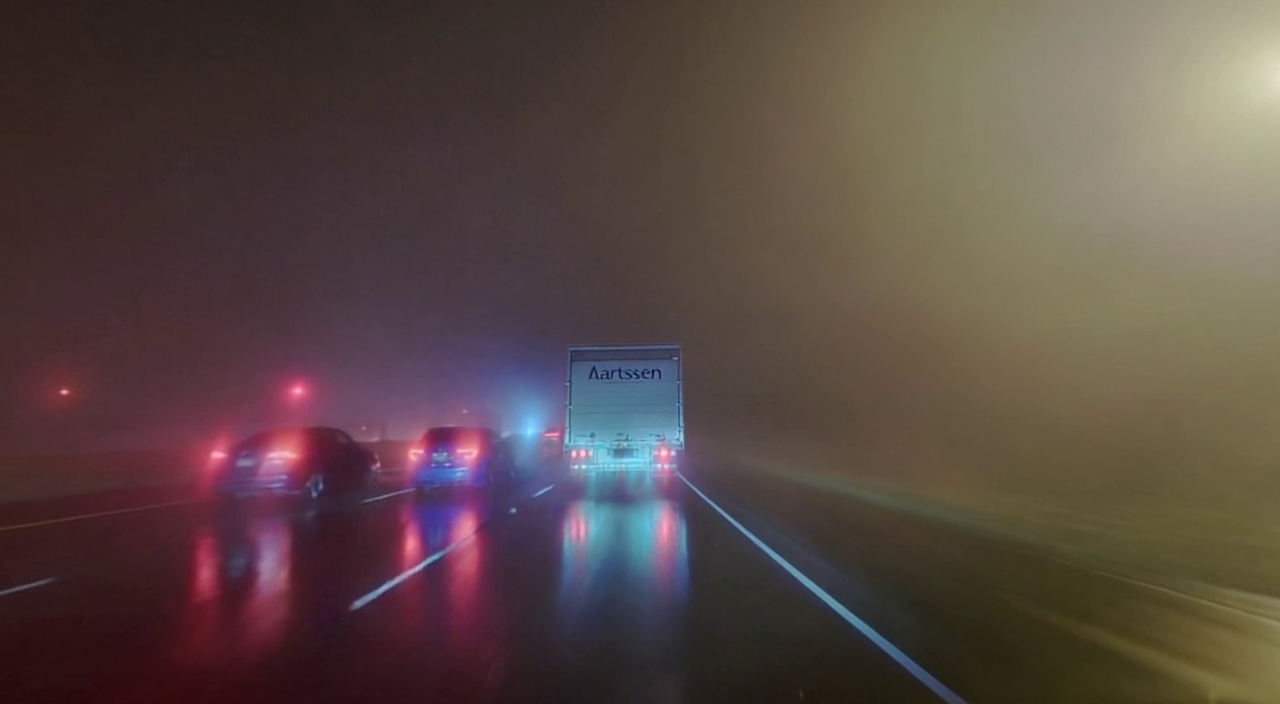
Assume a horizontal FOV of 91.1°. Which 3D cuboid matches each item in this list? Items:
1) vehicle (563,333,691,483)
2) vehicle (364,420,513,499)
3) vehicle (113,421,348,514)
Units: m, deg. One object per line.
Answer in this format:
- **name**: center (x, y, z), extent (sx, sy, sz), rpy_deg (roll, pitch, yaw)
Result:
- **vehicle**: center (-0.443, 2.215, 22.559), extent (3.442, 4.106, 10.719), rpy_deg (0, -8, -1)
- **vehicle**: center (-4.738, 2.582, 15.698), extent (2.052, 1.639, 4.894), rpy_deg (0, -8, 0)
- **vehicle**: center (-8.001, 2.266, 12.938), extent (1.944, 1.565, 4.383), rpy_deg (0, -8, -1)
